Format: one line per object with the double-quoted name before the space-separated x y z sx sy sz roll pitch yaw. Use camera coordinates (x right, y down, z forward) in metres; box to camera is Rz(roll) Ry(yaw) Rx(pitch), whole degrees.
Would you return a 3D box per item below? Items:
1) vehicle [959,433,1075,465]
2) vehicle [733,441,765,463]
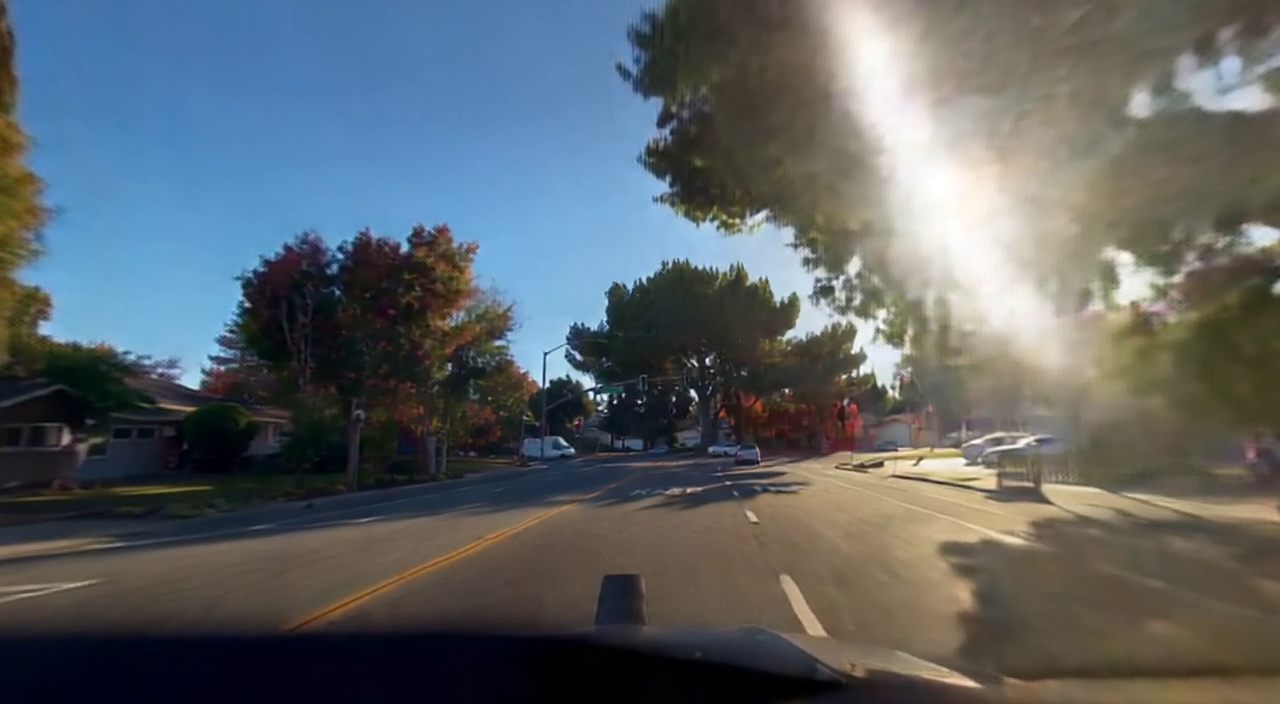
"vehicle" 19.552 5.046 32.987 4.702 1.595 1.986 -1 -8 5
"vehicle" 7.746 7.166 45.283 1.947 1.485 4.336 -1 -8 5
